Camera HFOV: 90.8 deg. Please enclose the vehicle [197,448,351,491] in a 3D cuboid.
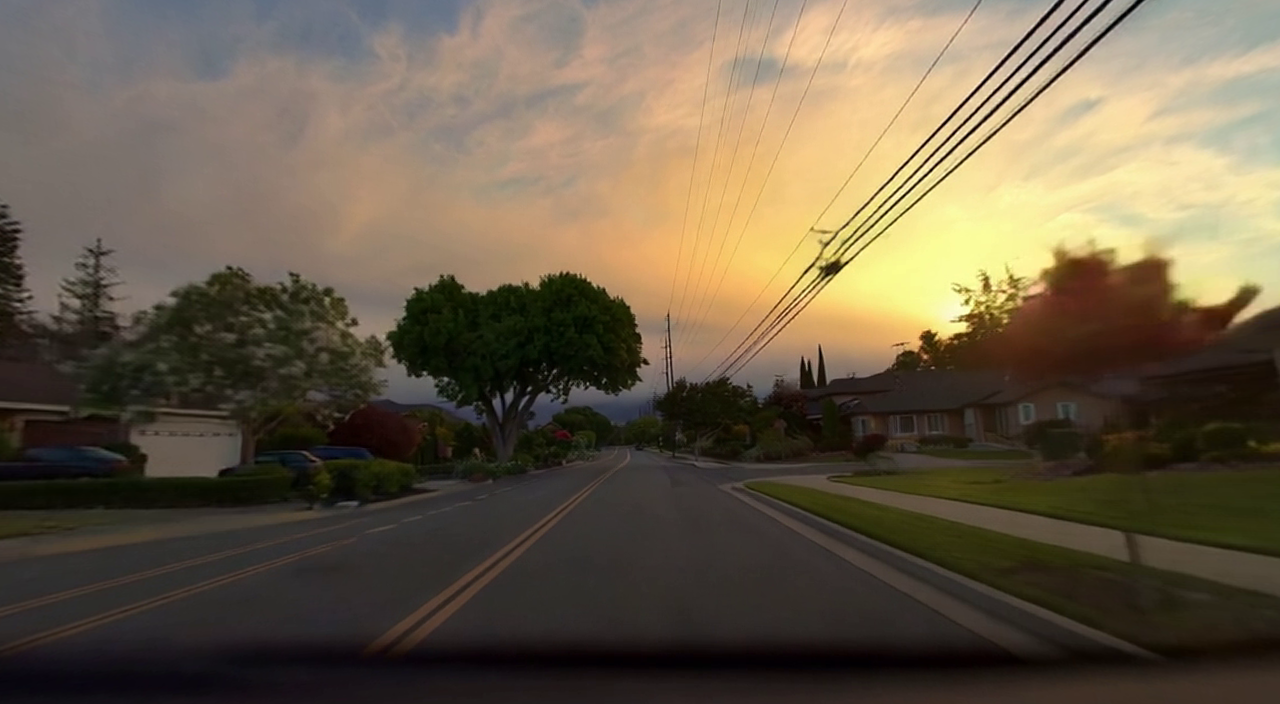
[{"bbox_3d":[-14.050,4.528,24.522,4.554,1.535,2.261,0,-9,-3],"label":"vehicle"}]
